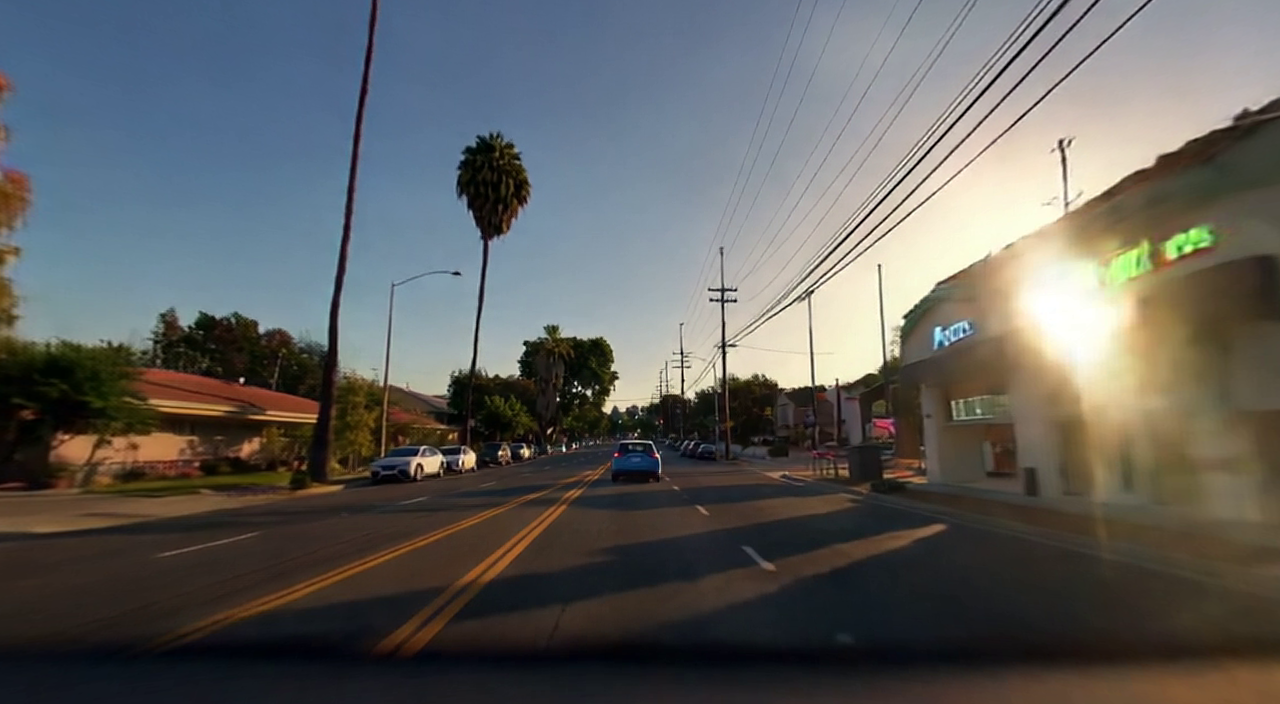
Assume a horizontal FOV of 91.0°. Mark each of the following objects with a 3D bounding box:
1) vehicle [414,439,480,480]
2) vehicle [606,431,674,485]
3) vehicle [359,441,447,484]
[{"bbox_3d":[-10.176,5.663,33.587,1.992,1.744,4.896,-1,-6,0],"label":"vehicle"},{"bbox_3d":[-0.041,3.885,23.359,2.264,1.798,4.563,0,-8,-1],"label":"vehicle"},{"bbox_3d":[-10.194,4.776,27.536,2.075,1.693,4.696,0,-8,-1],"label":"vehicle"}]
